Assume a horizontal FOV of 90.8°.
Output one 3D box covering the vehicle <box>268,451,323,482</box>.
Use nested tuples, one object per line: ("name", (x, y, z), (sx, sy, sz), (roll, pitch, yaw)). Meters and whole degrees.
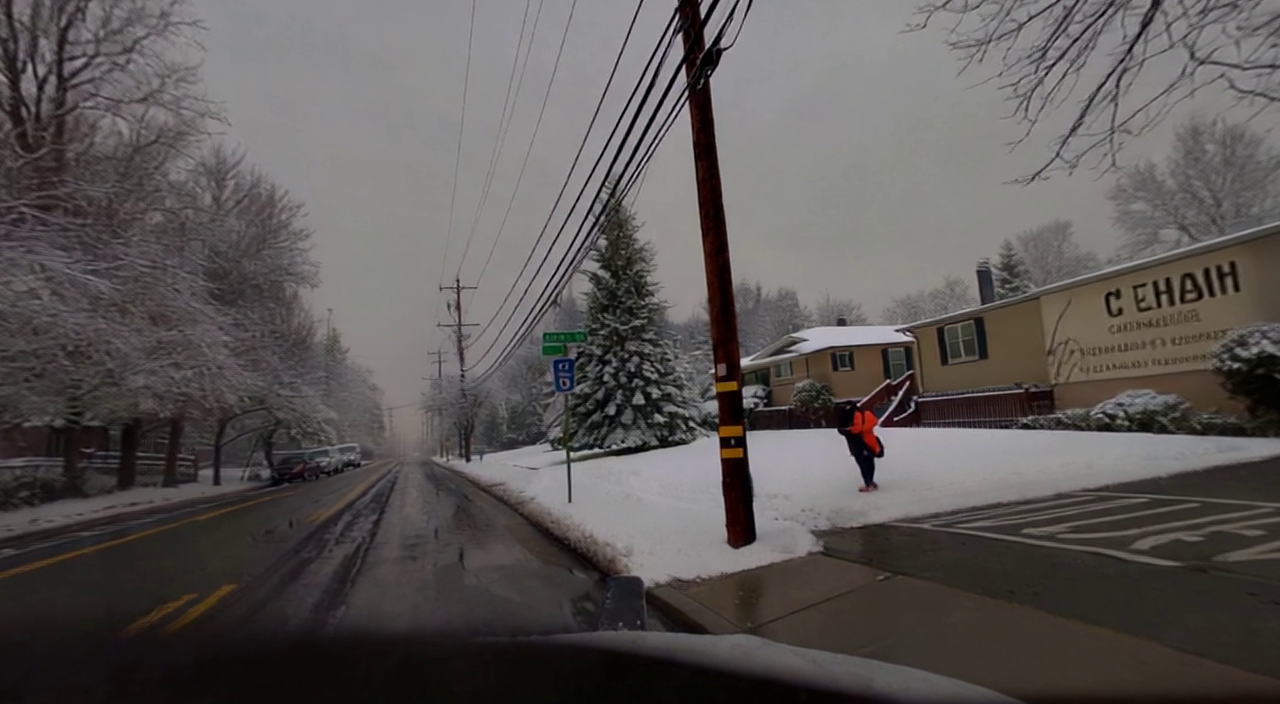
("vehicle", (-21.818, 7.223, 40.237), (2.203, 1.787, 4.704), (3, -9, -19))
